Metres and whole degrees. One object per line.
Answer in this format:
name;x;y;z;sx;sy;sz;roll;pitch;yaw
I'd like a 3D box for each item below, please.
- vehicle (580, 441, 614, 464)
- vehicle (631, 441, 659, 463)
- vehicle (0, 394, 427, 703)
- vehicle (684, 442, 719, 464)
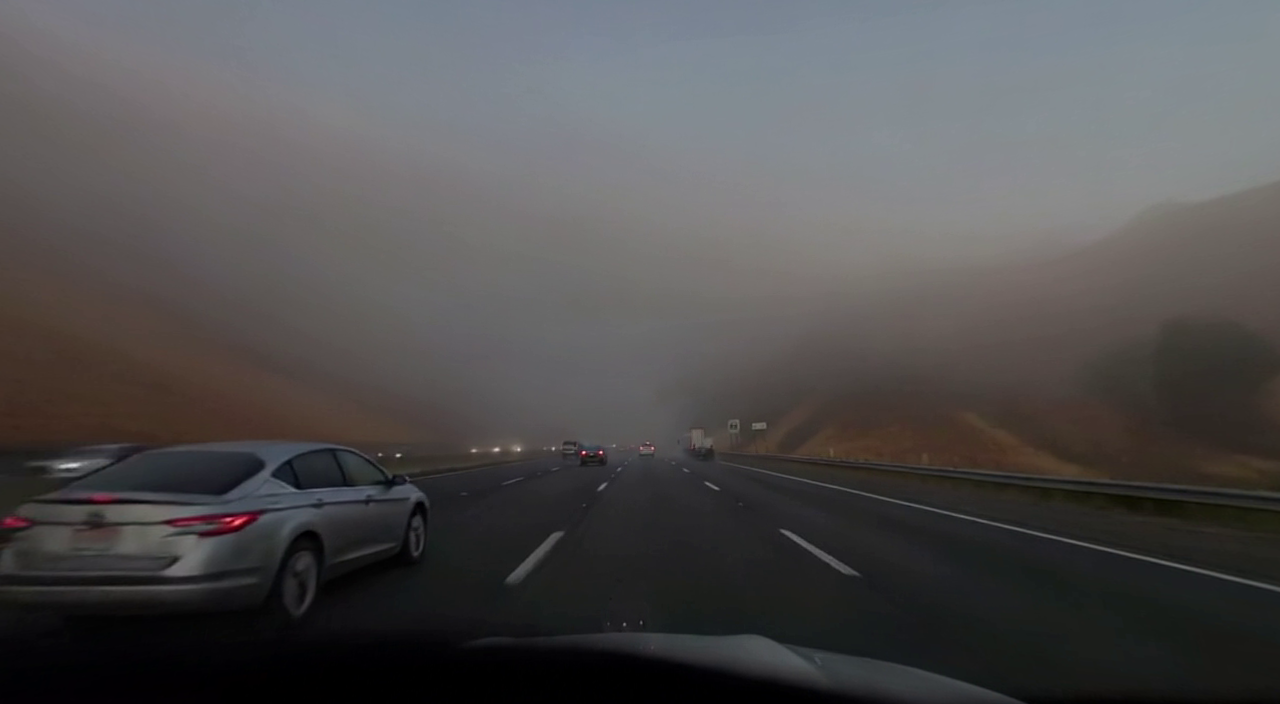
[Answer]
vehicle;-3.087;7.359;46.227;2.091;1.552;4.516;0;-8;0
vehicle;0.359;7.484;47.368;2.031;1.566;3.904;0;-8;0
vehicle;-3.298;1.225;4.395;1.997;1.502;4.554;0;-8;0
vehicle;4.461;7.367;46.335;2.027;1.525;4.348;0;-8;-1
